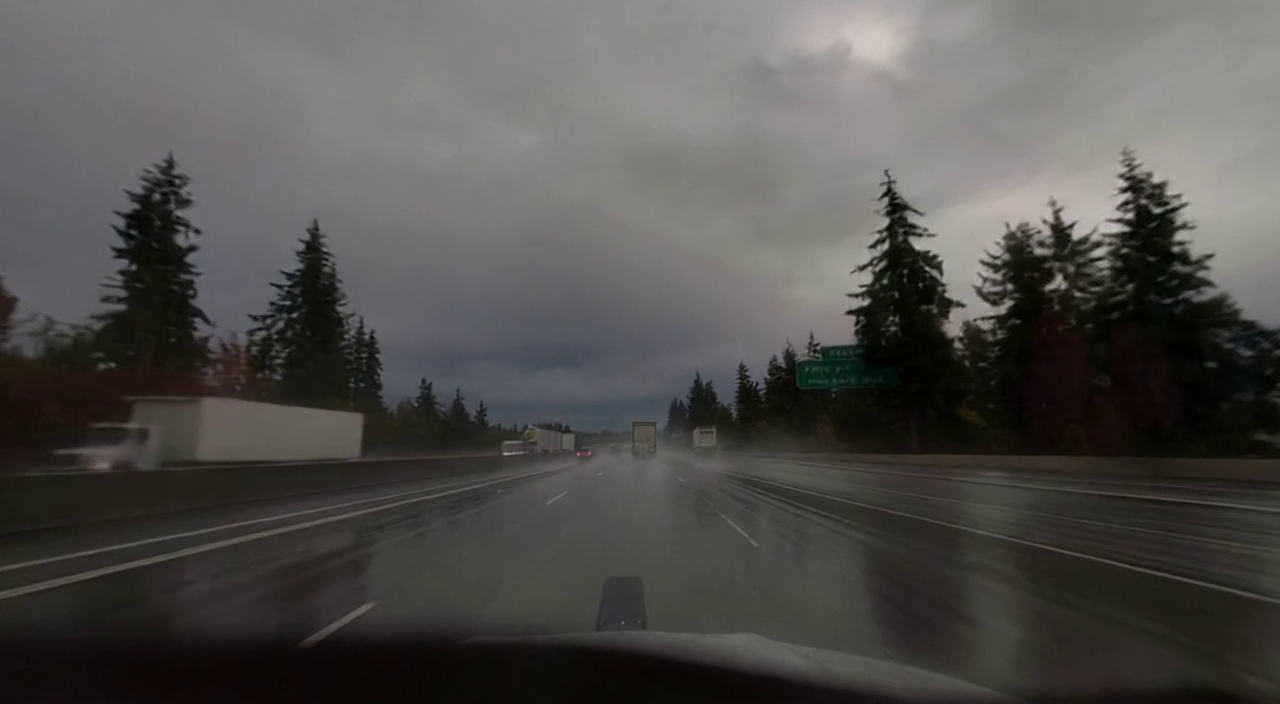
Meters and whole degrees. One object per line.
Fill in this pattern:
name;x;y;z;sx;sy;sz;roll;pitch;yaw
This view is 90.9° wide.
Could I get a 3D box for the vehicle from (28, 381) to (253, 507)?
vehicle;-17.532;3.316;22.817;3.007;3.936;5.906;0;-9;0
